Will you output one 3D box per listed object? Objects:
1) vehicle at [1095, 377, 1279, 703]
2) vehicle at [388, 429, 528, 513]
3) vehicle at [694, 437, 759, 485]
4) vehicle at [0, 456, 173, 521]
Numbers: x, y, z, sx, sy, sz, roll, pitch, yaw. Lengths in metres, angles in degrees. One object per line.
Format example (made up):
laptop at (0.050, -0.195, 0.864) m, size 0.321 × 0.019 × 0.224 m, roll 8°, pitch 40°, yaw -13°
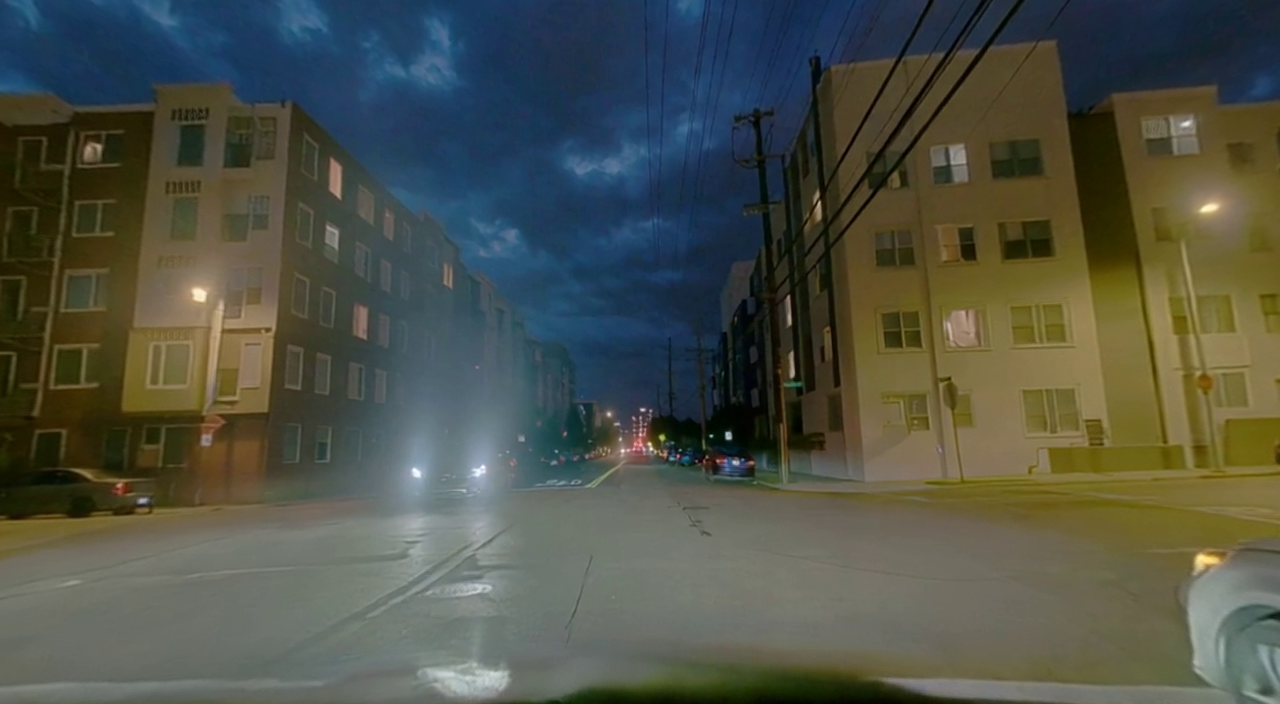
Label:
vehicle at (3.477, 0.753, 1.225) m, size 1.994 × 1.697 × 4.274 m, roll -1°, pitch -9°, yaw 1°
vehicle at (-4.429, 2.995, 16.254) m, size 2.201 × 1.801 × 4.750 m, roll 0°, pitch -9°, yaw 0°
vehicle at (3.584, 4.628, 26.988) m, size 2.164 × 1.721 × 4.416 m, roll -4°, pitch -9°, yaw 1°
vehicle at (-17.367, 3.994, 18.678) m, size 5.354 × 1.773 × 1.991 m, roll 0°, pitch -9°, yaw 0°
